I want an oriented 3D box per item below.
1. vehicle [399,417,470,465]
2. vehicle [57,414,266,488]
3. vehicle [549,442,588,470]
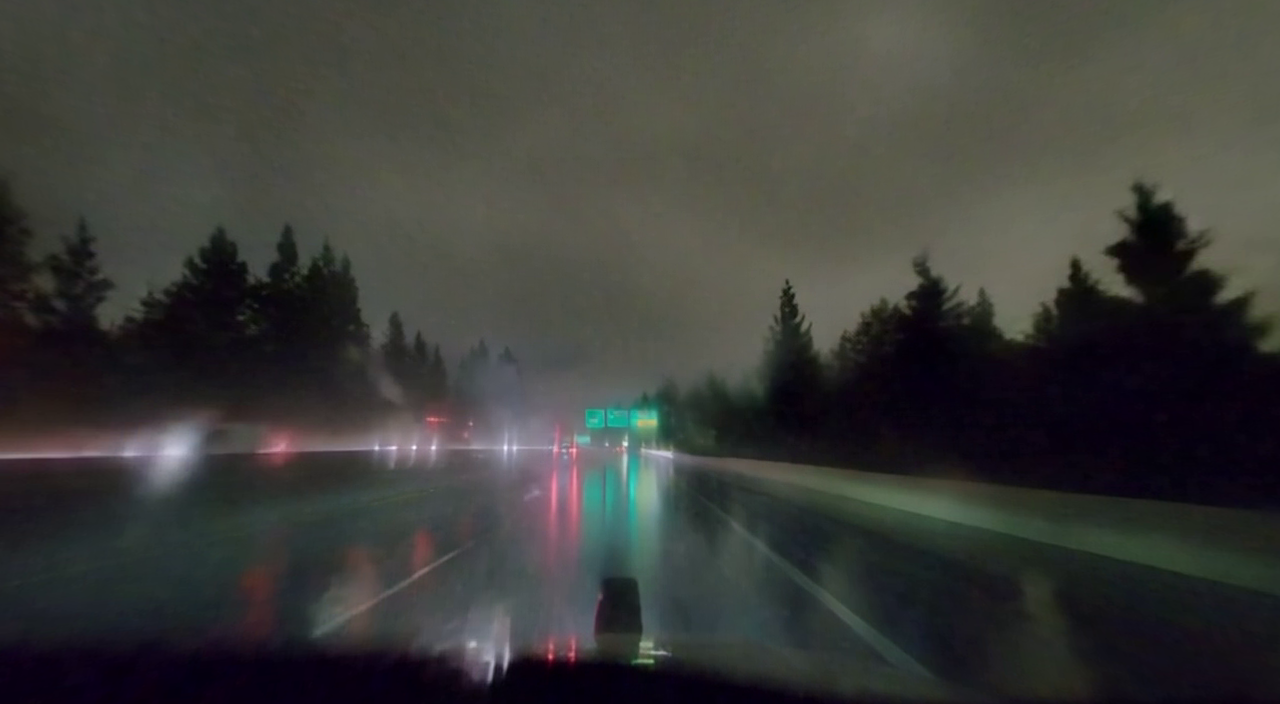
[{"bbox_3d":[-13.284,5.891,41.175,2.343,2.825,7.354,0,-9,-1],"label":"vehicle"},{"bbox_3d":[-12.985,2.763,17.554,2.025,1.744,4.877,0,-9,-1],"label":"vehicle"},{"bbox_3d":[-4.591,6.712,40.687,2.098,1.692,4.038,0,-9,-1],"label":"vehicle"}]
